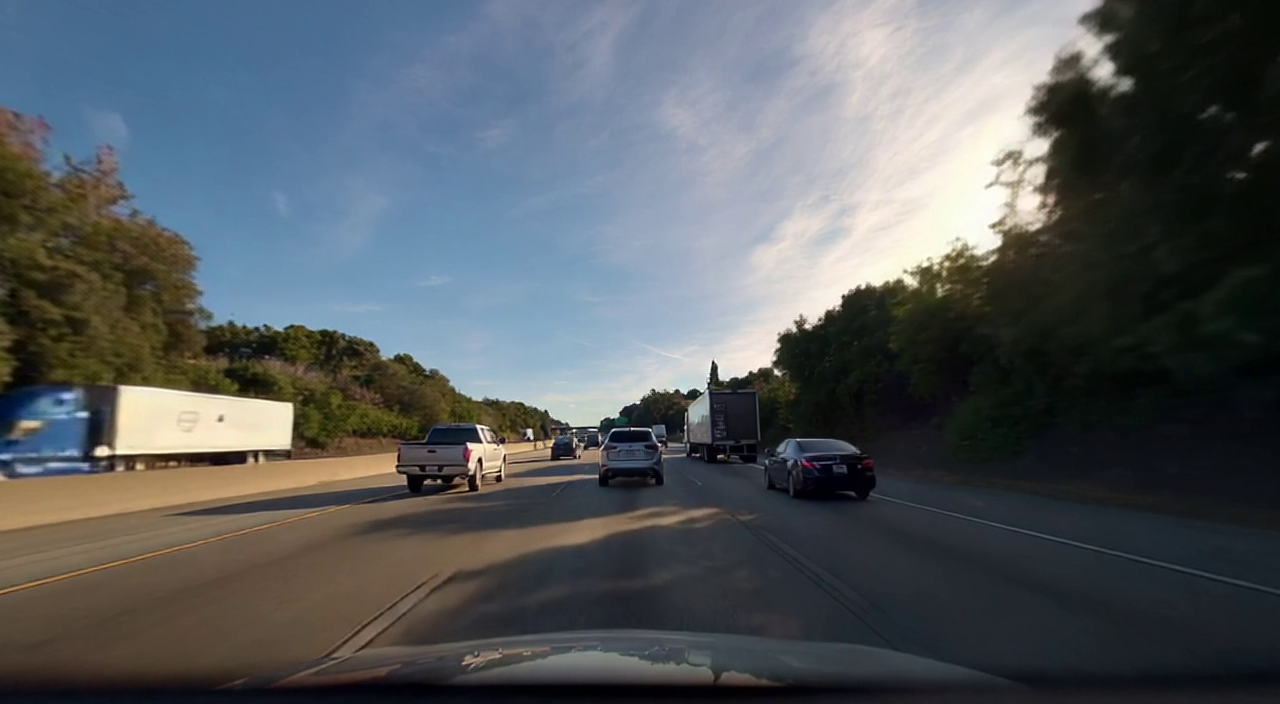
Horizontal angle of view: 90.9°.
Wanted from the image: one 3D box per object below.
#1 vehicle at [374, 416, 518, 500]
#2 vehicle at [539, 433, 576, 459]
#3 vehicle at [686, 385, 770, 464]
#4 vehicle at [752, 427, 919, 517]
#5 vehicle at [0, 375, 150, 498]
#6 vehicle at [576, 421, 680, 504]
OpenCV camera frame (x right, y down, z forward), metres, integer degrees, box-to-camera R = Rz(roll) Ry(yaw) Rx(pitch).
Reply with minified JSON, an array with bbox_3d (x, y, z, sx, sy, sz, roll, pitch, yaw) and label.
[{"bbox_3d":[-4.567,2.557,15.772,2.101,1.767,4.702,0,-8,0],"label":"vehicle"},{"bbox_3d":[-5.437,6.239,42.041,1.971,1.648,3.983,0,-8,-1],"label":"vehicle"},{"bbox_3d":[5.146,4.715,40.137,2.888,4.135,14.071,0,-8,-2],"label":"vehicle"},{"bbox_3d":[3.645,2.280,12.590,1.951,1.477,3.963,0,-8,-2],"label":"vehicle"},{"bbox_3d":[-21.259,2.971,22.354,3.048,3.785,5.664,0,-8,-1],"label":"vehicle"},{"bbox_3d":[-0.277,2.490,14.670,2.083,1.647,3.799,0,-8,-1],"label":"vehicle"}]
